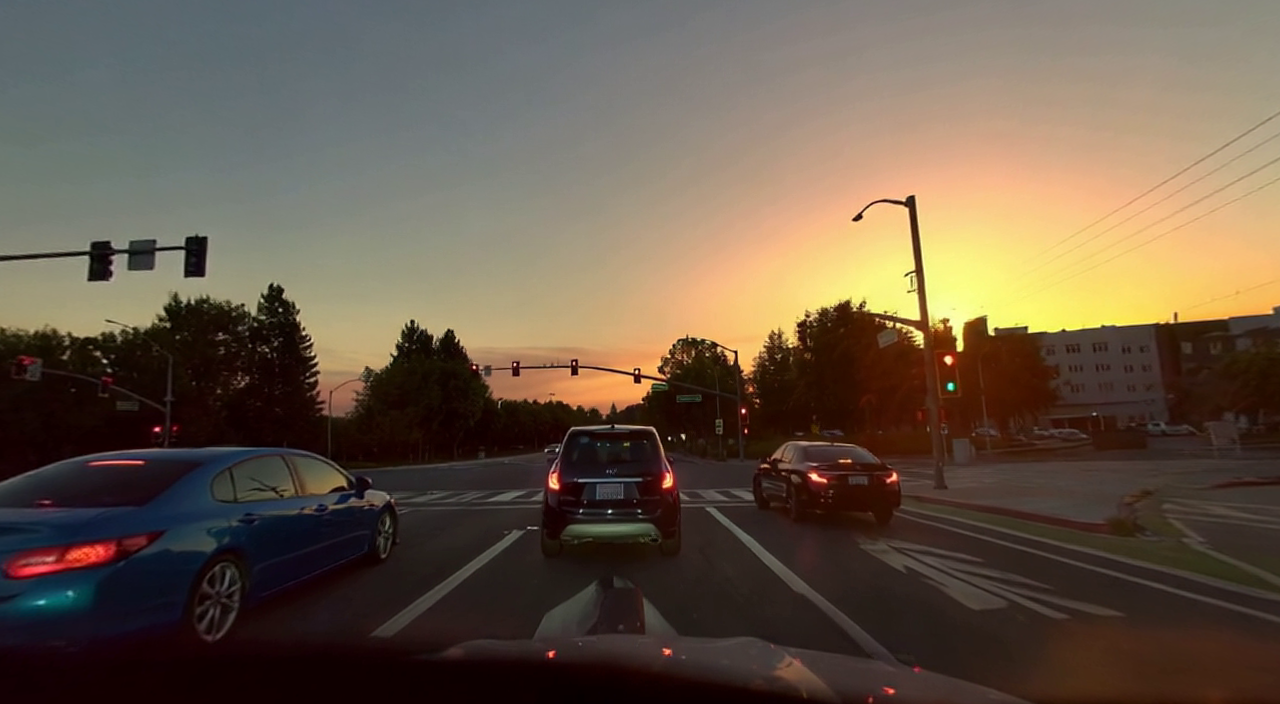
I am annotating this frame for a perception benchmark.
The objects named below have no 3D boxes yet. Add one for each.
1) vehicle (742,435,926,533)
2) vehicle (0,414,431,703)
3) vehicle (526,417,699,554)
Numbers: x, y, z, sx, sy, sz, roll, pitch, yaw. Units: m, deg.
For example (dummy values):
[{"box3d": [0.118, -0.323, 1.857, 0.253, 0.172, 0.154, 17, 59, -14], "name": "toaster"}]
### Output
[{"box3d": [3.279, 2.322, 11.767, 1.970, 1.449, 4.433, 0, -8, -1], "name": "vehicle"}, {"box3d": [-3.582, 1.387, 5.429, 2.052, 1.472, 4.479, 0, -8, 0], "name": "vehicle"}, {"box3d": [-0.344, 1.865, 9.460, 2.038, 1.599, 3.844, 0, -8, 0], "name": "vehicle"}]
